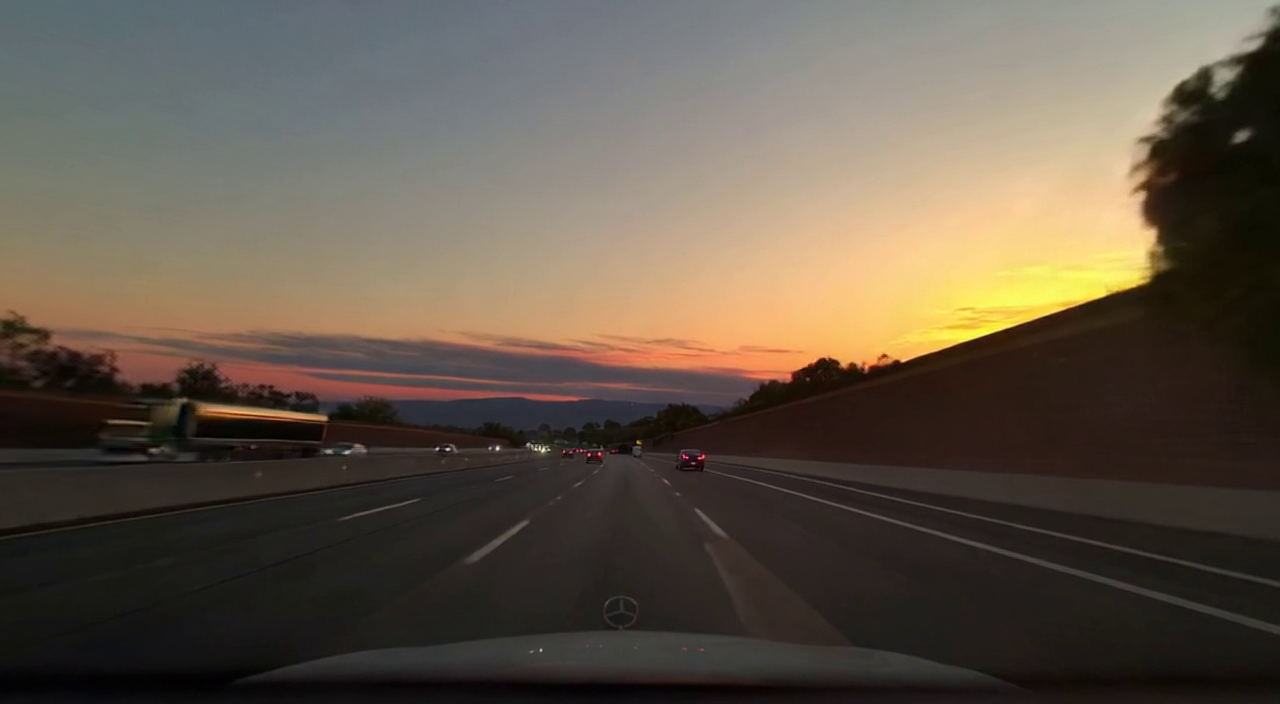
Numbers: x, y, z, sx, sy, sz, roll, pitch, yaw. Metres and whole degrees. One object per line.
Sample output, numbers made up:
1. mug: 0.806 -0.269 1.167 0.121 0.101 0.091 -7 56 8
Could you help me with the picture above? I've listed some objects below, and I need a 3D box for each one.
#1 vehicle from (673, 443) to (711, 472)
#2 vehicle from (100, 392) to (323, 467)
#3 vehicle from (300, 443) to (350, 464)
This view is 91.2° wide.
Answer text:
1. vehicle: 3.038 6.228 37.196 1.895 1.555 4.030 0 -9 0
2. vehicle: -27.649 5.563 42.723 3.529 4.078 17.308 0 -9 -2
3. vehicle: -23.883 7.719 47.652 1.698 1.472 4.001 0 -9 -1
